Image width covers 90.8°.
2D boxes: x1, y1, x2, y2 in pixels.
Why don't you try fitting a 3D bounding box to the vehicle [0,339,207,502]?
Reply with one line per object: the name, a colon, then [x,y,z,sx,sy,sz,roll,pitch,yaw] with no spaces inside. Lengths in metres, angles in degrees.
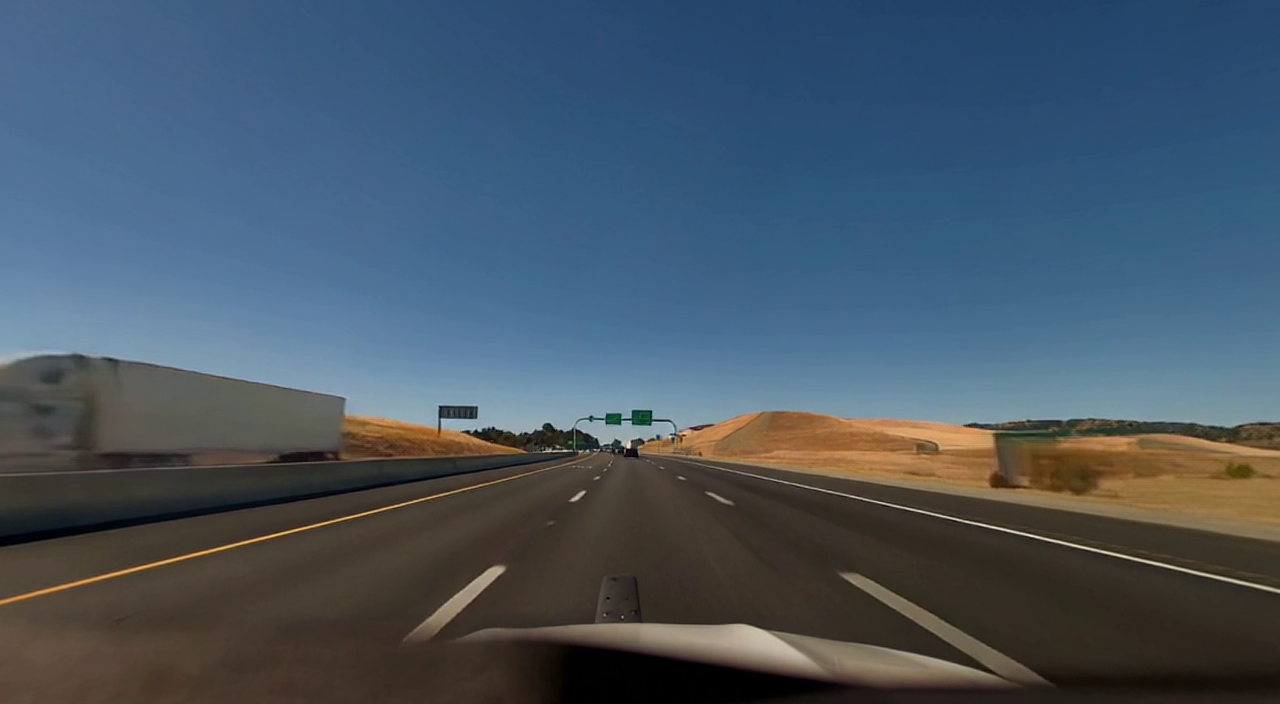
vehicle: [-16.223,2.063,18.144,3.245,3.939,5.841,0,-9,-1]
